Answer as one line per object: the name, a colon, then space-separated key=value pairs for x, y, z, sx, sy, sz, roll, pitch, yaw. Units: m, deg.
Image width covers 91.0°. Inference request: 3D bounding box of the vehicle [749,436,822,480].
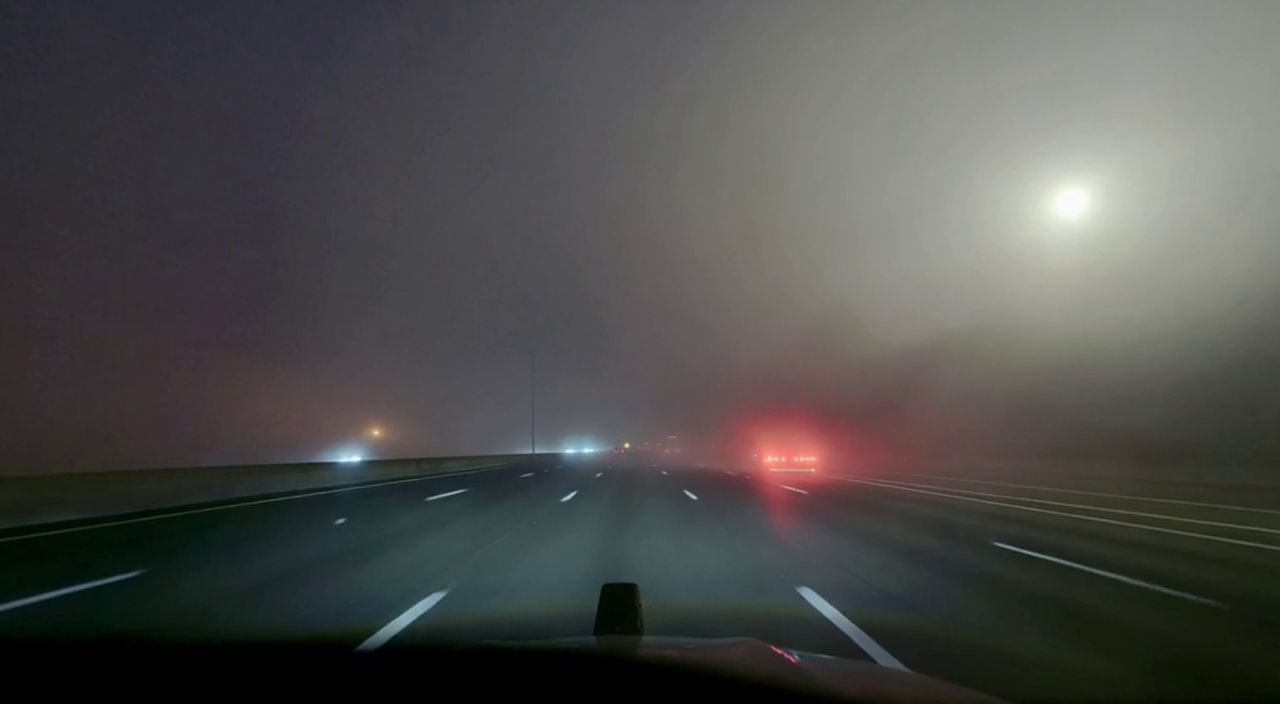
vehicle: x=6.311 y=4.641 z=27.892 sx=2.096 sy=1.767 sz=4.601 roll=0 pitch=-9 yaw=0
